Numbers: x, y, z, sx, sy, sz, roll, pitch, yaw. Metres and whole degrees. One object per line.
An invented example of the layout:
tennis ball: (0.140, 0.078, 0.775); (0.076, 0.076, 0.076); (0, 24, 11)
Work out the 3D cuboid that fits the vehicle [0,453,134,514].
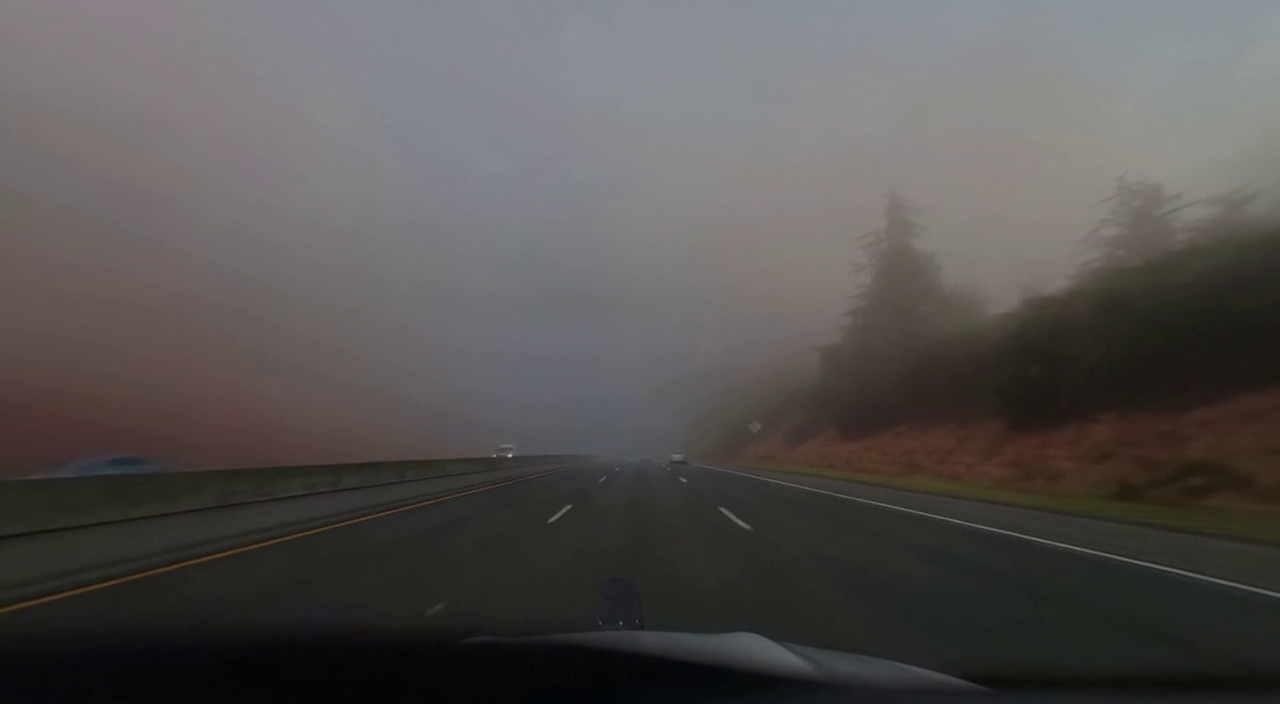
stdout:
vehicle: (-16.278, 3.484, 17.139); (1.789, 1.446, 3.886); (0, -9, 0)
